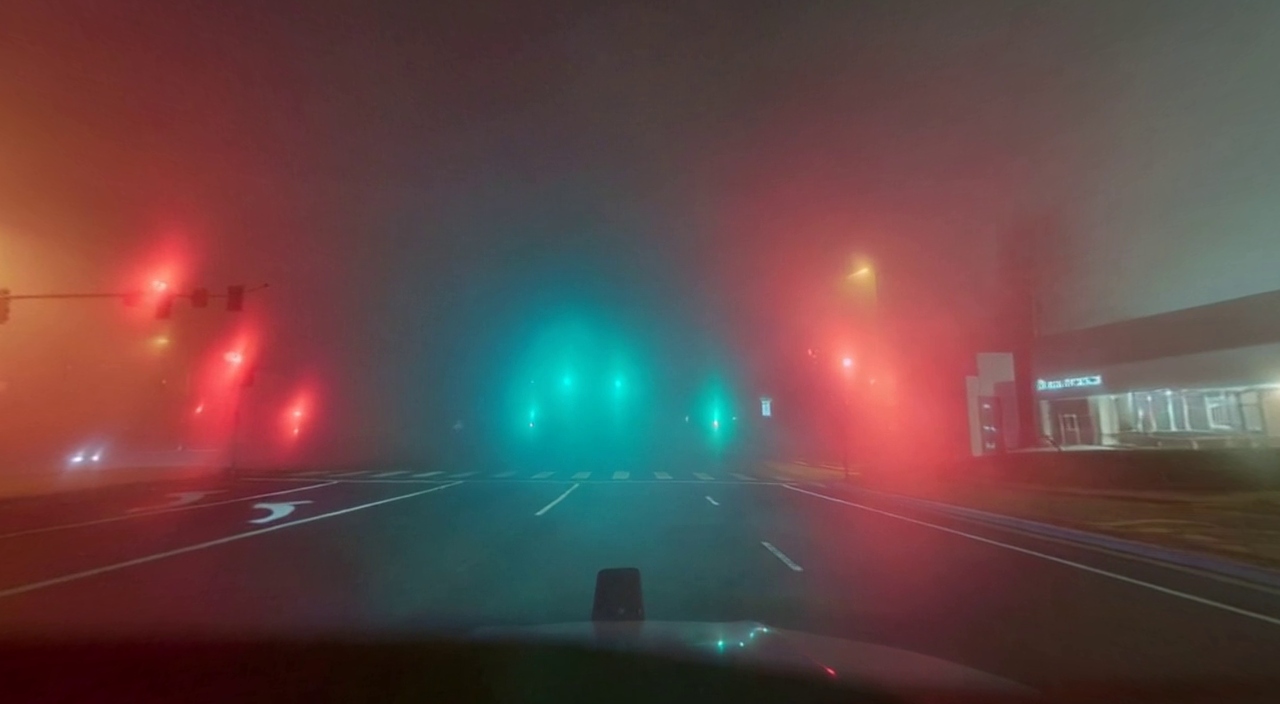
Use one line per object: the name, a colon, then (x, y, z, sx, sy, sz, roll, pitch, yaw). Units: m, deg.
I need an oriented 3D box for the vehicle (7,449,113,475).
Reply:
vehicle: (-35.120, 6.656, 38.315, 4.500, 1.465, 1.936, 0, -8, 1)
